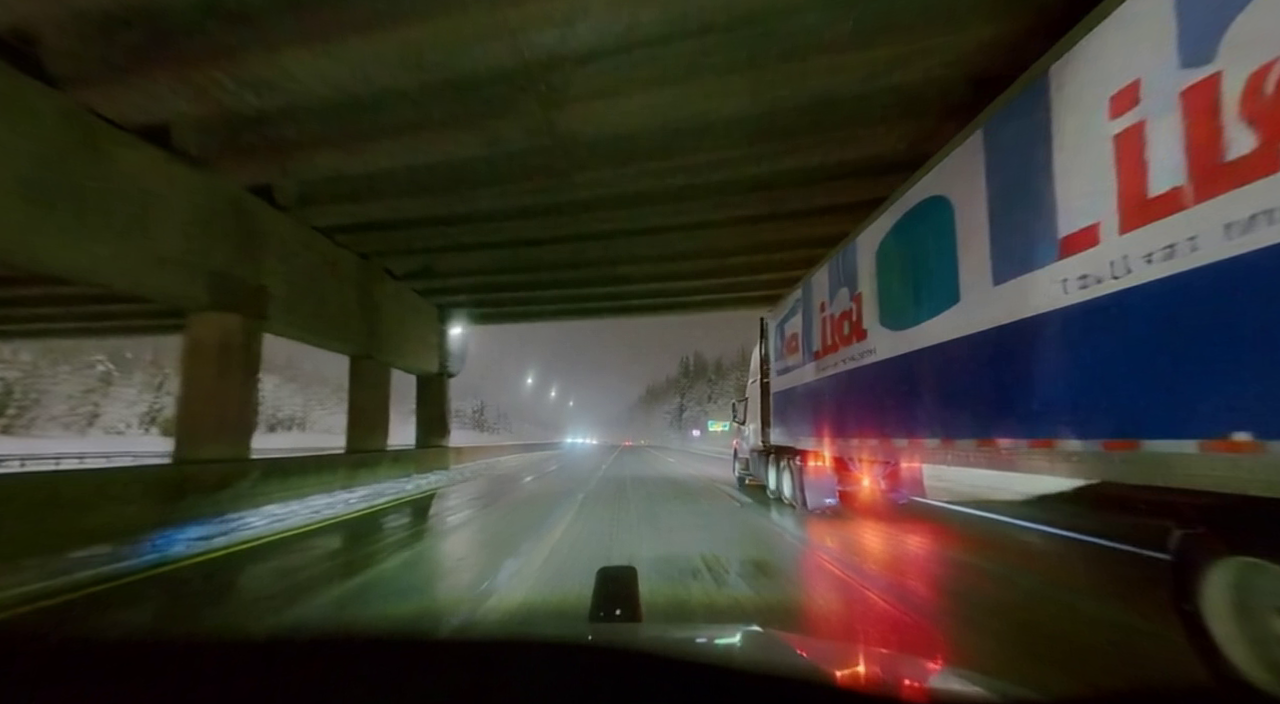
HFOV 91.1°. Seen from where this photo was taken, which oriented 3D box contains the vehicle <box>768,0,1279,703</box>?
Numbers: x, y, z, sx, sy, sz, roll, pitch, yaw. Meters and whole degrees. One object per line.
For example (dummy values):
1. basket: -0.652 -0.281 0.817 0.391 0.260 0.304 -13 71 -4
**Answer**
1. vehicle: 4.212 -0.073 5.329 3.034 4.194 14.704 0 -8 0
